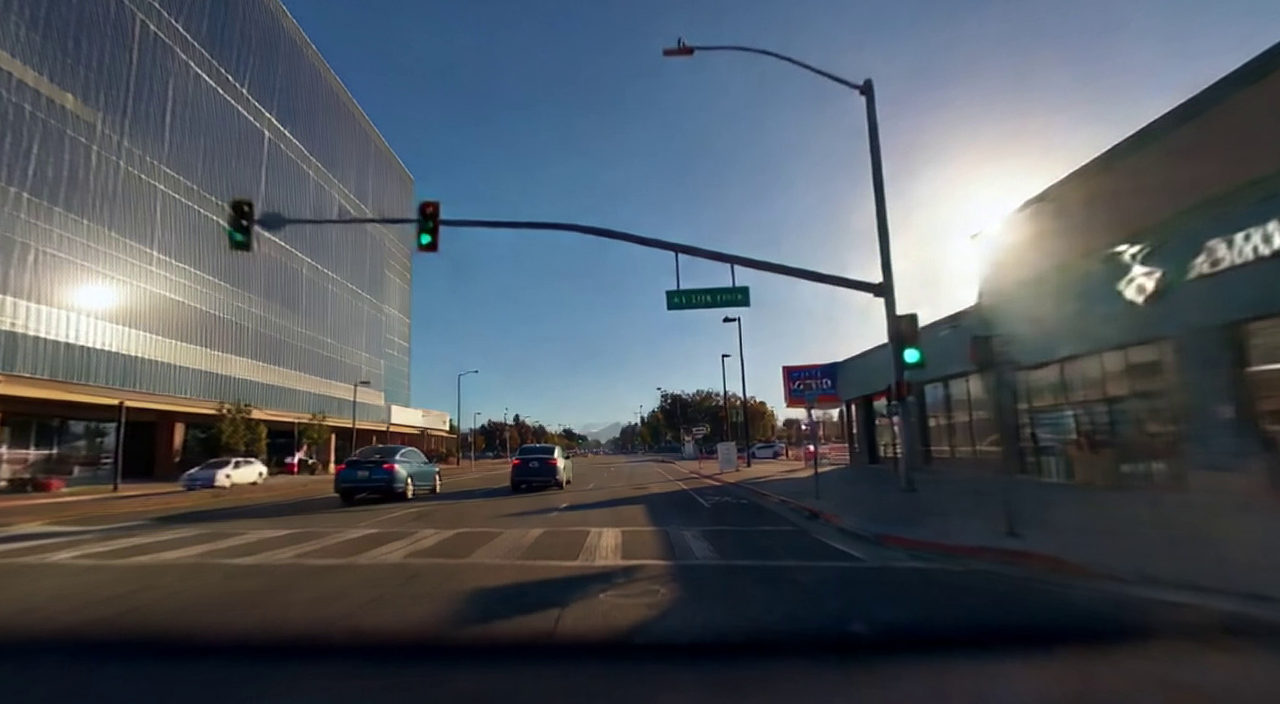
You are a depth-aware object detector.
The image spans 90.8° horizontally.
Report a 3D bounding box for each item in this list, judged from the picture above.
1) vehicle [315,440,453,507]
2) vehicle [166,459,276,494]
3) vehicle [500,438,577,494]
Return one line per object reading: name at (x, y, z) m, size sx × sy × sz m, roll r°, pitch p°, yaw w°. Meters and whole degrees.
vehicle at (-6.939, 3.304, 17.733) m, size 1.909 × 1.605 × 4.561 m, roll 0°, pitch -8°, yaw 1°
vehicle at (-20.653, 6.131, 31.433) m, size 2.050 × 1.519 × 4.736 m, roll -1°, pitch -9°, yaw 2°
vehicle at (-3.411, 3.913, 22.094) m, size 2.052 × 1.729 × 4.195 m, roll 0°, pitch -9°, yaw -1°
